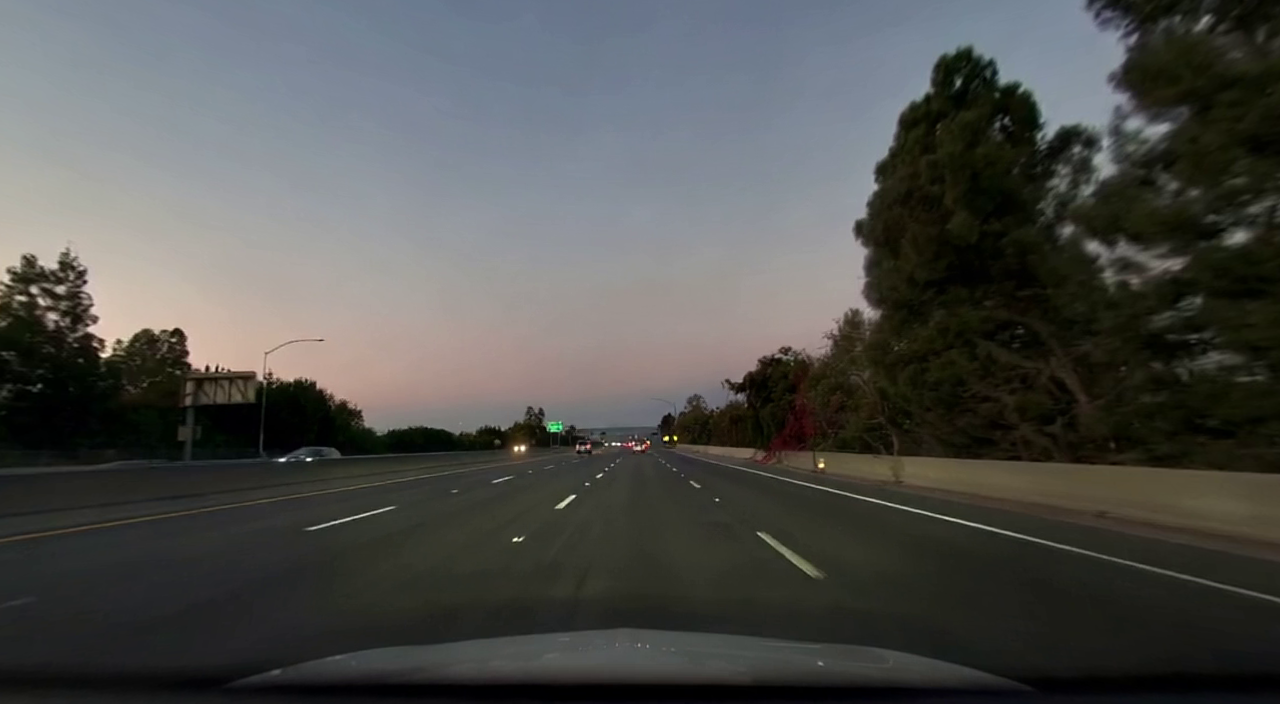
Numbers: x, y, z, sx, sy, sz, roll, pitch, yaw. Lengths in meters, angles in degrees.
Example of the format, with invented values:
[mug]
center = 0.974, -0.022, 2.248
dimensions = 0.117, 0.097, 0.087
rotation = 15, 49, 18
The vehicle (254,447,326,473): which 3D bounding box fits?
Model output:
[vehicle]
center = -24.416, 7.555, 44.291
dimensions = 2.088, 1.678, 5.014
rotation = 0, -8, 1
